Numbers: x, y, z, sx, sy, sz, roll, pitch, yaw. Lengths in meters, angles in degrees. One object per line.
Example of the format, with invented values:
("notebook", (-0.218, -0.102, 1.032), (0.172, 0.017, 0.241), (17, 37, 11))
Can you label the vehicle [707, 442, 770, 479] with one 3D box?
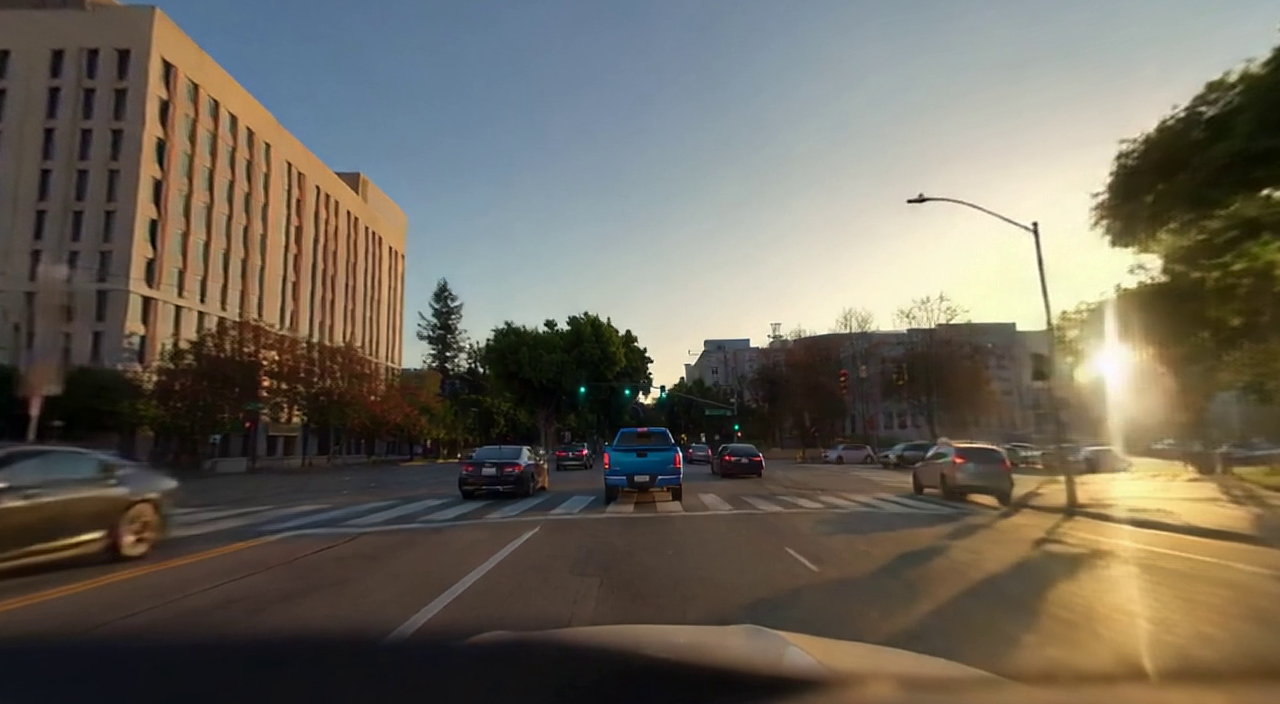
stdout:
("vehicle", (4.232, 4.737, 27.844), (1.968, 1.472, 4.456), (0, -8, -1))

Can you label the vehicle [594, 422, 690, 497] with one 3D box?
("vehicle", (0.053, 3.191, 19.044), (2.493, 1.934, 4.957), (0, -8, 0))

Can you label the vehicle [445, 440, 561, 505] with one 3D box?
("vehicle", (-3.419, 3.087, 16.679), (1.986, 1.465, 4.509), (0, -8, 1))

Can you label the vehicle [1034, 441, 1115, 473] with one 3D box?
("vehicle", (28.516, 6.812, 41.312), (5.227, 1.935, 2.289), (5, -10, -32))

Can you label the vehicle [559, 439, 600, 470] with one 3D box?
("vehicle", (-3.570, 6.168, 38.060), (2.018, 1.700, 4.142), (0, -8, 0))

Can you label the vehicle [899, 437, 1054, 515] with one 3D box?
("vehicle", (9.139, 3.348, 17.684), (2.126, 1.820, 4.521), (1, -8, 5))

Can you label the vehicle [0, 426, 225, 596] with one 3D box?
("vehicle", (-6.805, 1.582, 6.556), (1.907, 1.541, 4.364), (-1, -8, 1))
